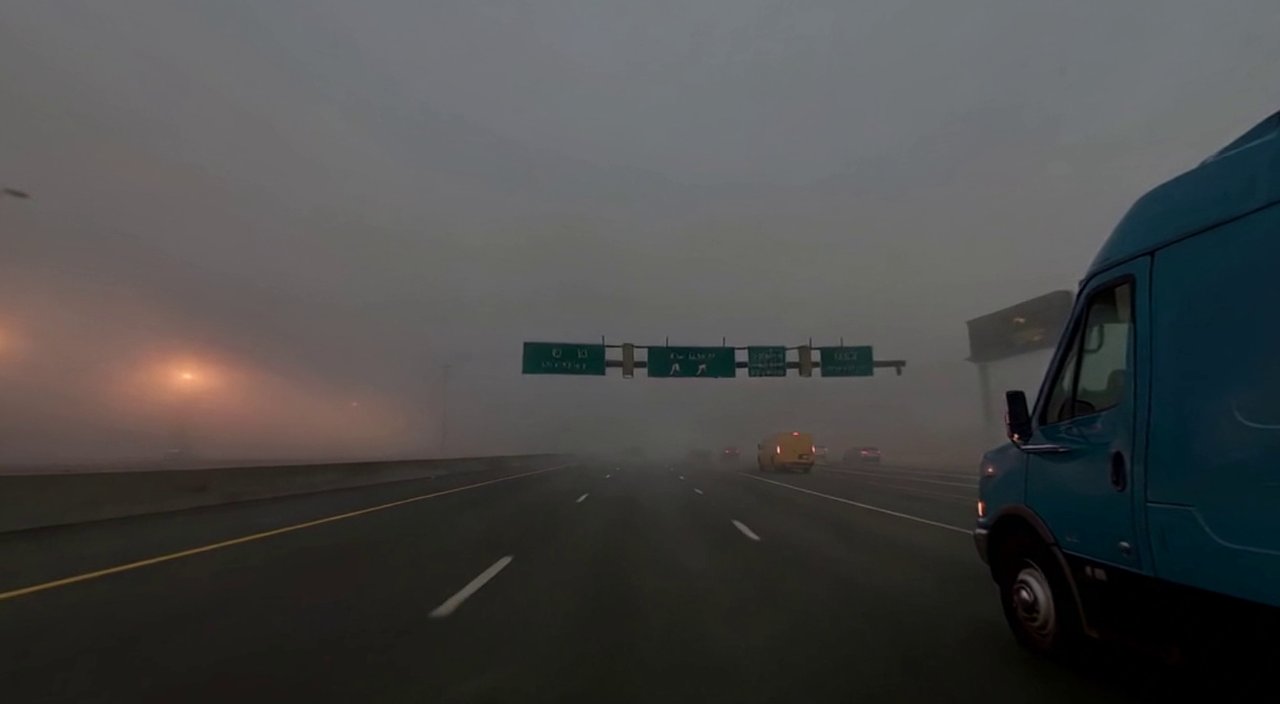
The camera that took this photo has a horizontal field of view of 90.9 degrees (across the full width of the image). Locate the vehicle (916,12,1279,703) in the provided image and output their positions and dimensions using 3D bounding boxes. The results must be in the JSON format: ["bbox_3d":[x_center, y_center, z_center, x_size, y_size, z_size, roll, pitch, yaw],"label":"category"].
[{"bbox_3d":[3.307,0.133,1.104,2.436,2.745,7.034,0,-8,0],"label":"vehicle"}]

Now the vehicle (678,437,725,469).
[{"bbox_3d":[4.054,6.777,42.642,2.464,1.961,5.520,0,-8,-1],"label":"vehicle"}]

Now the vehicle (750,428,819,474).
[{"bbox_3d":[7.451,5.200,33.249,2.301,2.203,5.419,0,-8,-1],"label":"vehicle"}]
